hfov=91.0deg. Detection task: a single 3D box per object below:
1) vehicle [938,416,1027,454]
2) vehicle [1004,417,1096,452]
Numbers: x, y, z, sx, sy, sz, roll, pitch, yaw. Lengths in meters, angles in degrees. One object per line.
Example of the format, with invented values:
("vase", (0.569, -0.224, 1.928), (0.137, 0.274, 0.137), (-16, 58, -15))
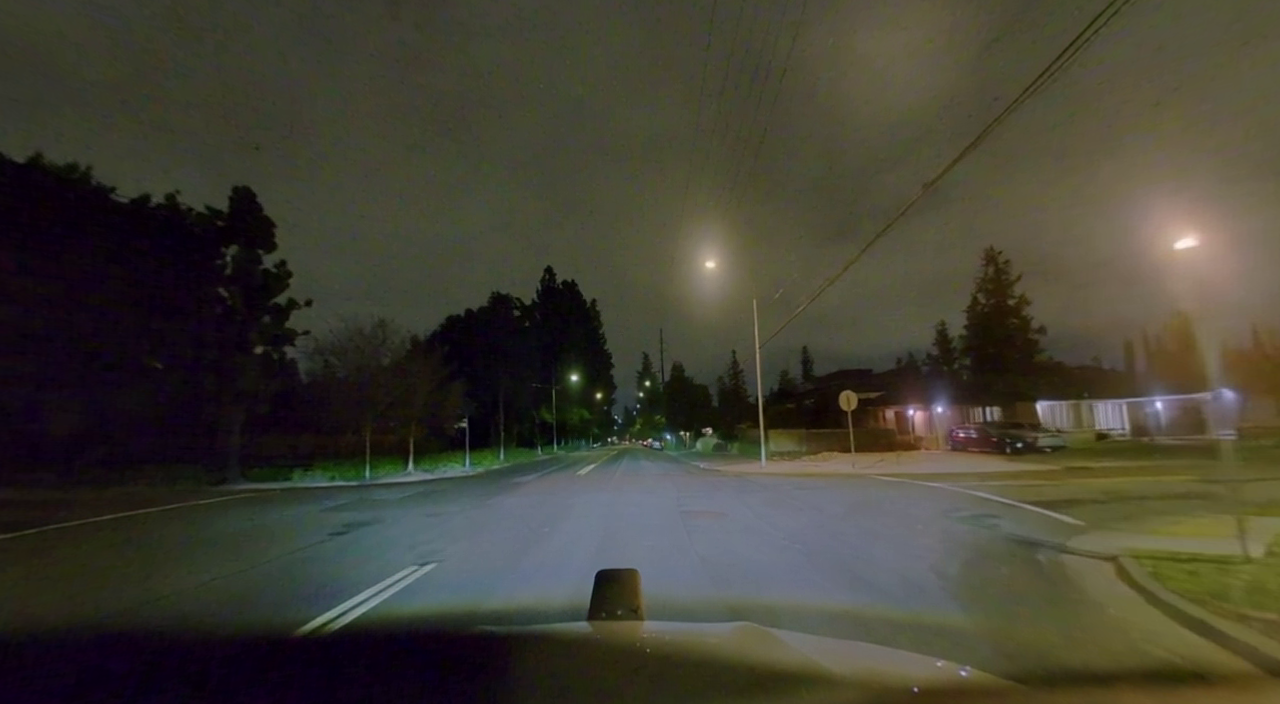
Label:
("vehicle", (16.115, 3.970, 29.911), (1.829, 1.667, 4.437), (0, -8, 2))
("vehicle", (18.873, 3.859, 29.243), (1.803, 1.504, 4.324), (-1, -8, 7))
